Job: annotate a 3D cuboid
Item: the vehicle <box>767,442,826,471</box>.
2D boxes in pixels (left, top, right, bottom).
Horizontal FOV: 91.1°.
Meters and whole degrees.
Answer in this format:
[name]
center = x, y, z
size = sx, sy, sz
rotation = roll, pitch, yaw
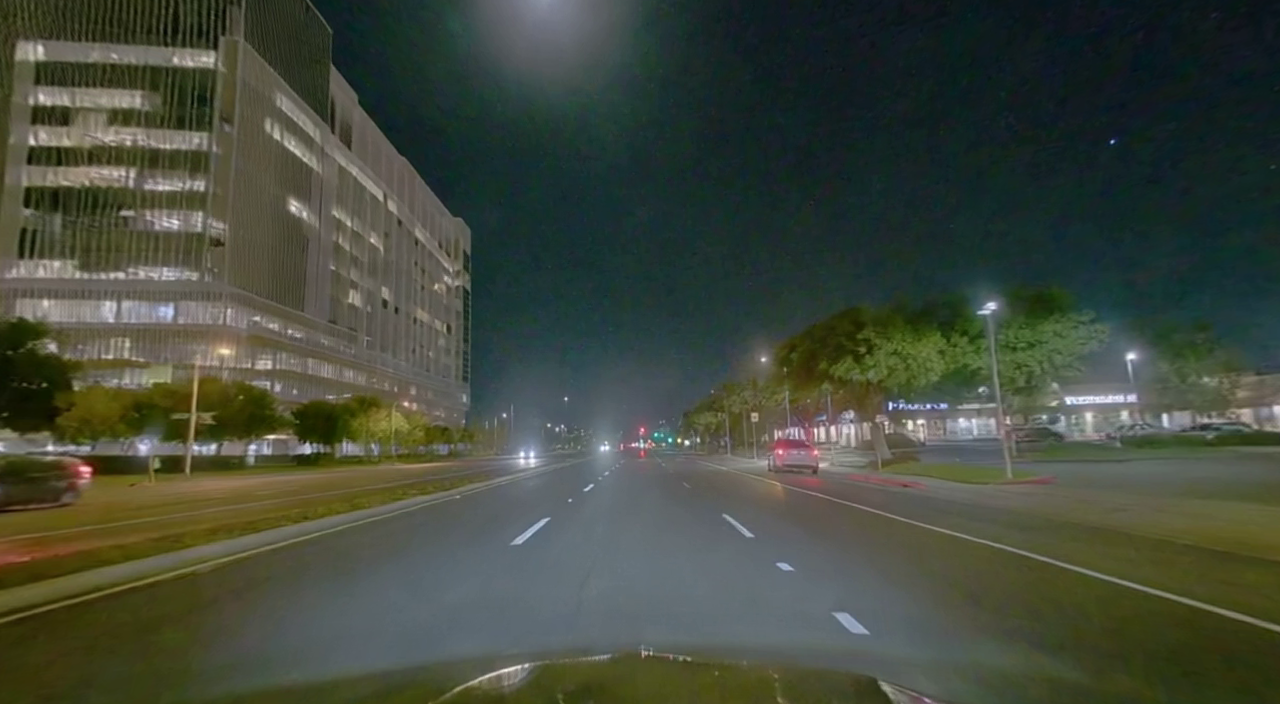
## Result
[vehicle]
center = 10.129, 6.675, 40.445
size = 2.129, 1.696, 5.061
rotation = -5, -10, 32
